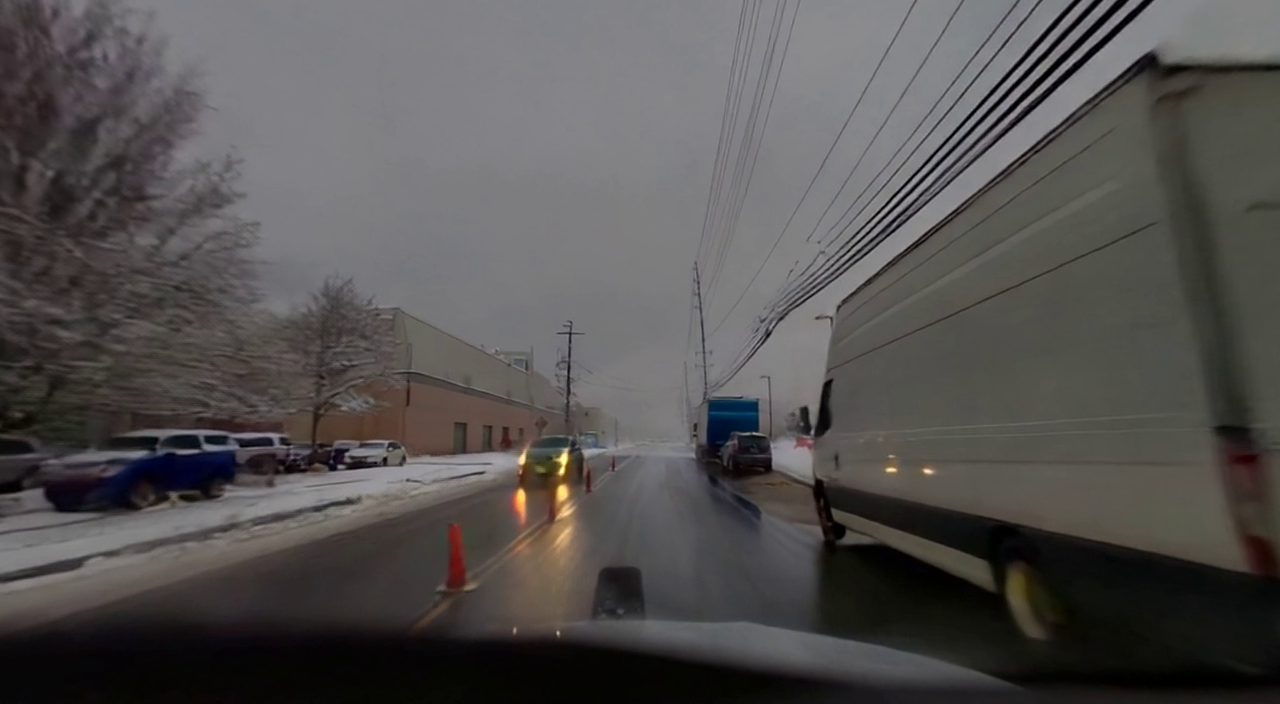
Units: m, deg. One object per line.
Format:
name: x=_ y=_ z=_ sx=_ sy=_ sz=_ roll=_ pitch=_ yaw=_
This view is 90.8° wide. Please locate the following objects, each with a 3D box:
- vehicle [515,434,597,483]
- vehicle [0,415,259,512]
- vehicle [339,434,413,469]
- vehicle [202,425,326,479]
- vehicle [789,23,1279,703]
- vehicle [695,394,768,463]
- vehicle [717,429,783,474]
vehicle: x=-2.729 y=3.573 z=21.655 sx=1.988 sy=1.479 sz=4.485 roll=-1 pitch=-8 yaw=3
vehicle: x=-12.301 y=2.660 z=15.701 sx=2.287 sy=1.975 sz=5.511 roll=0 pitch=-8 yaw=-1
vehicle: x=-13.821 y=5.227 z=33.389 sx=2.078 sy=1.674 sz=4.652 roll=-1 pitch=-8 yaw=-2
vehicle: x=-16.185 y=4.383 z=27.669 sx=2.150 sy=1.999 sz=5.425 roll=3 pitch=-9 yaw=-2
vehicle: x=3.876 y=0.681 z=6.277 sx=2.871 sy=3.301 sz=7.433 roll=0 pitch=-8 yaw=-1
vehicle: x=4.694 y=4.180 z=33.897 sx=3.058 sy=3.269 sz=7.674 roll=0 pitch=-8 yaw=2
vehicle: x=4.471 y=4.122 z=26.338 sx=1.892 sy=1.696 sz=4.332 roll=0 pitch=-8 yaw=-1
